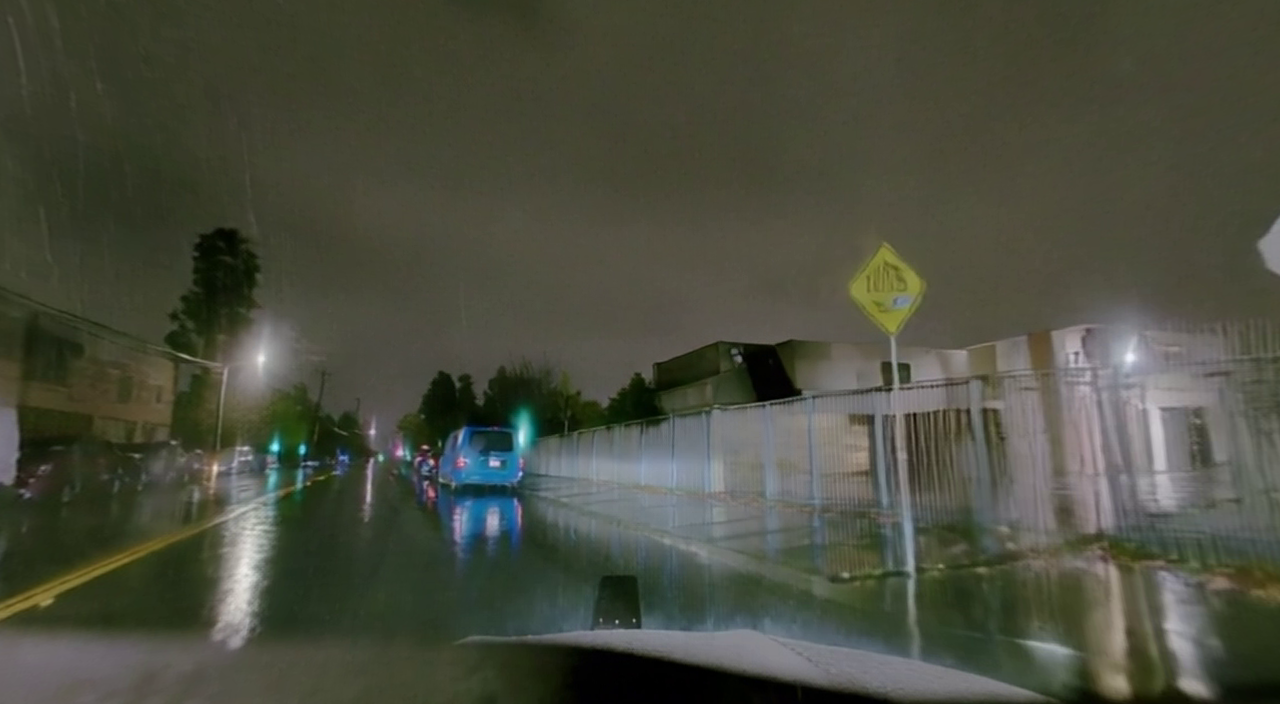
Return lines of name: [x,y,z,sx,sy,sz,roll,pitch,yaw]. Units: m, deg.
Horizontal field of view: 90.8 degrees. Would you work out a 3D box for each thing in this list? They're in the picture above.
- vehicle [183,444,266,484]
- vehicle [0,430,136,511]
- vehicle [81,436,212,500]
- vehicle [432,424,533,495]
vehicle: [-22.099,5.942,33.914,2.504,1.919,5.658,3,-9,-21]
vehicle: [-15.660,3.198,17.166,1.857,1.908,4.081,3,-11,-22]
vehicle: [-18.052,4.218,23.512,2.304,1.937,5.720,1,-8,-22]
vehicle: [-5.487,3.577,21.312,2.327,2.021,5.850,4,-9,-23]
